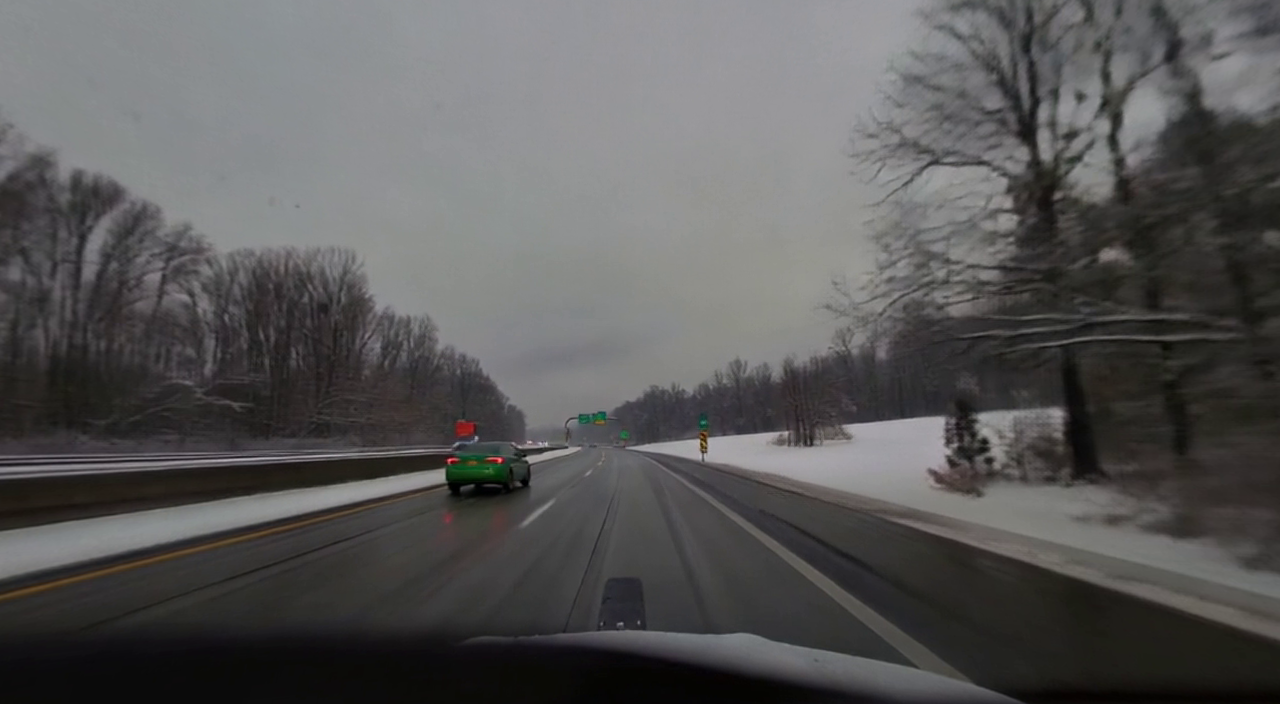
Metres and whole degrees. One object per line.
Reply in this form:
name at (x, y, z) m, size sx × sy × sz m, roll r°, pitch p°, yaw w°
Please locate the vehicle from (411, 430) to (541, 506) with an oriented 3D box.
vehicle at (-3.689, 2.689, 14.972) m, size 1.990 × 1.532 × 3.911 m, roll 0°, pitch -9°, yaw 0°
